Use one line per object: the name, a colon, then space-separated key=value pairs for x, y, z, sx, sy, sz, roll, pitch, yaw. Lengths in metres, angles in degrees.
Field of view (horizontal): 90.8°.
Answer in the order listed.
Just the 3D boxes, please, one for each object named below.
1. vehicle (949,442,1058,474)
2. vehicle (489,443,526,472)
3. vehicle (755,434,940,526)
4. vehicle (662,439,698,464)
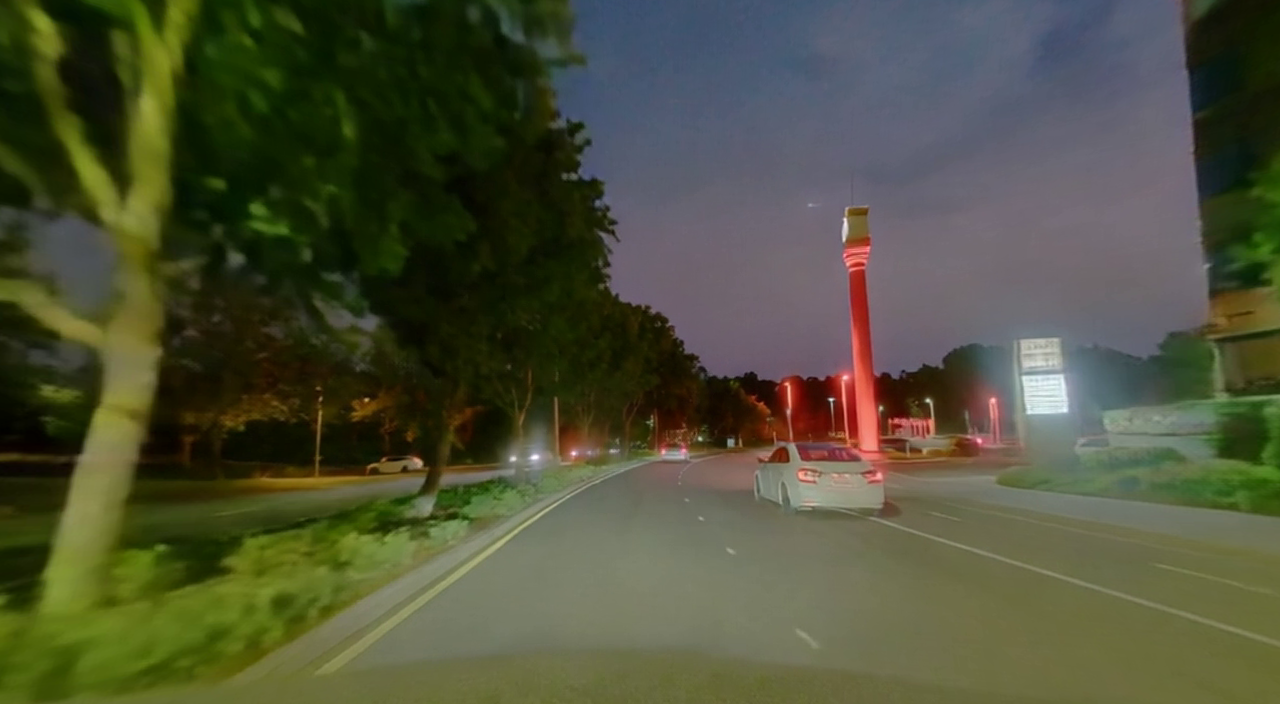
vehicle: x=18.083 y=5.258 z=31.471 sx=4.652 sy=1.471 sz=1.850 roll=2 pitch=-9 yaw=-15
vehicle: x=-8.463 y=6.640 z=40.042 sx=2.045 sy=1.689 sz=4.545 roll=2 pitch=-9 yaw=-14
vehicle: x=3.852 y=2.469 z=12.862 sx=2.132 sy=1.497 sz=4.827 roll=0 pitch=-9 yaw=0
vehicle: x=2.943 y=7.191 z=45.678 sx=2.123 sy=1.703 sz=4.292 roll=-2 pitch=-9 yaw=9
